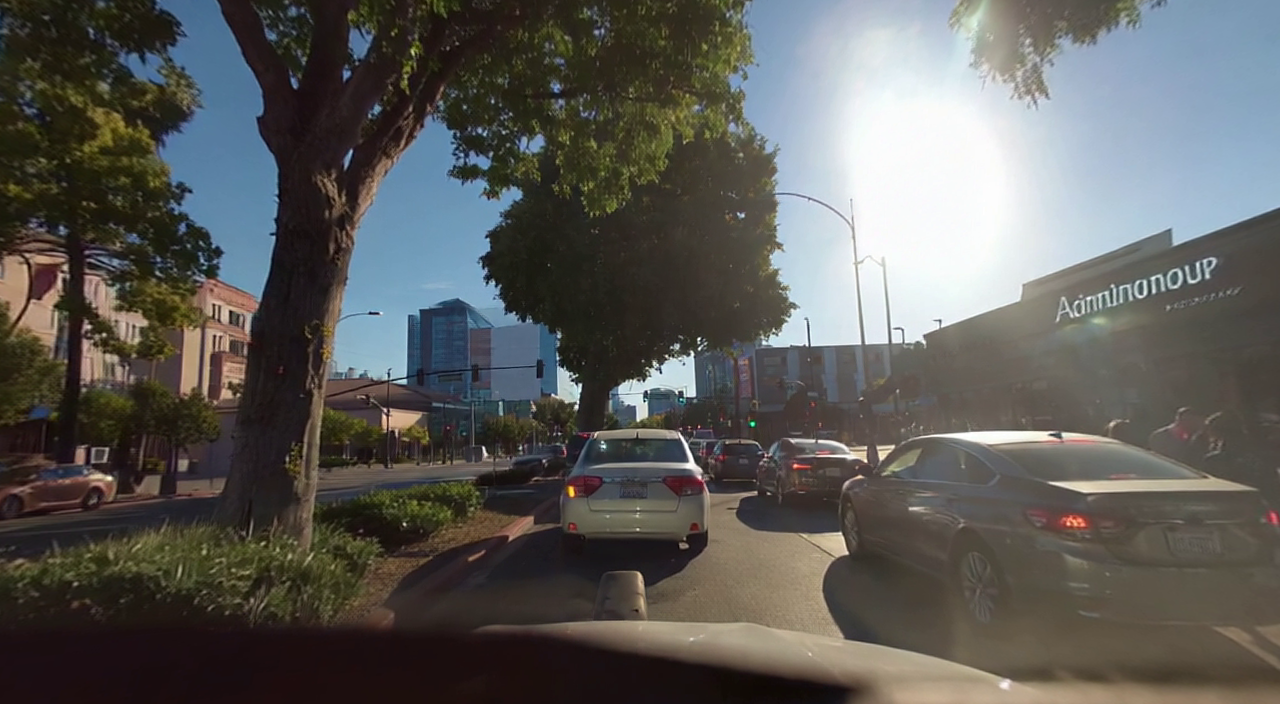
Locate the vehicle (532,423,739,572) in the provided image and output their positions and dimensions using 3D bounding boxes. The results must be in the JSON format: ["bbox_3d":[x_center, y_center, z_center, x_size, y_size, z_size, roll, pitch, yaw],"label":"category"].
[{"bbox_3d":[-0.079,1.798,8.567,2.118,1.512,4.013,0,-9,-1],"label":"vehicle"}]

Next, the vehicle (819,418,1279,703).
[{"bbox_3d":[3.232,1.421,5.596,1.912,1.454,4.537,0,-9,-1],"label":"vehicle"}]

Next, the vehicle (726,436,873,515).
[{"bbox_3d":[3.325,2.680,14.229,1.996,1.469,4.495,0,-9,-2],"label":"vehicle"}]
